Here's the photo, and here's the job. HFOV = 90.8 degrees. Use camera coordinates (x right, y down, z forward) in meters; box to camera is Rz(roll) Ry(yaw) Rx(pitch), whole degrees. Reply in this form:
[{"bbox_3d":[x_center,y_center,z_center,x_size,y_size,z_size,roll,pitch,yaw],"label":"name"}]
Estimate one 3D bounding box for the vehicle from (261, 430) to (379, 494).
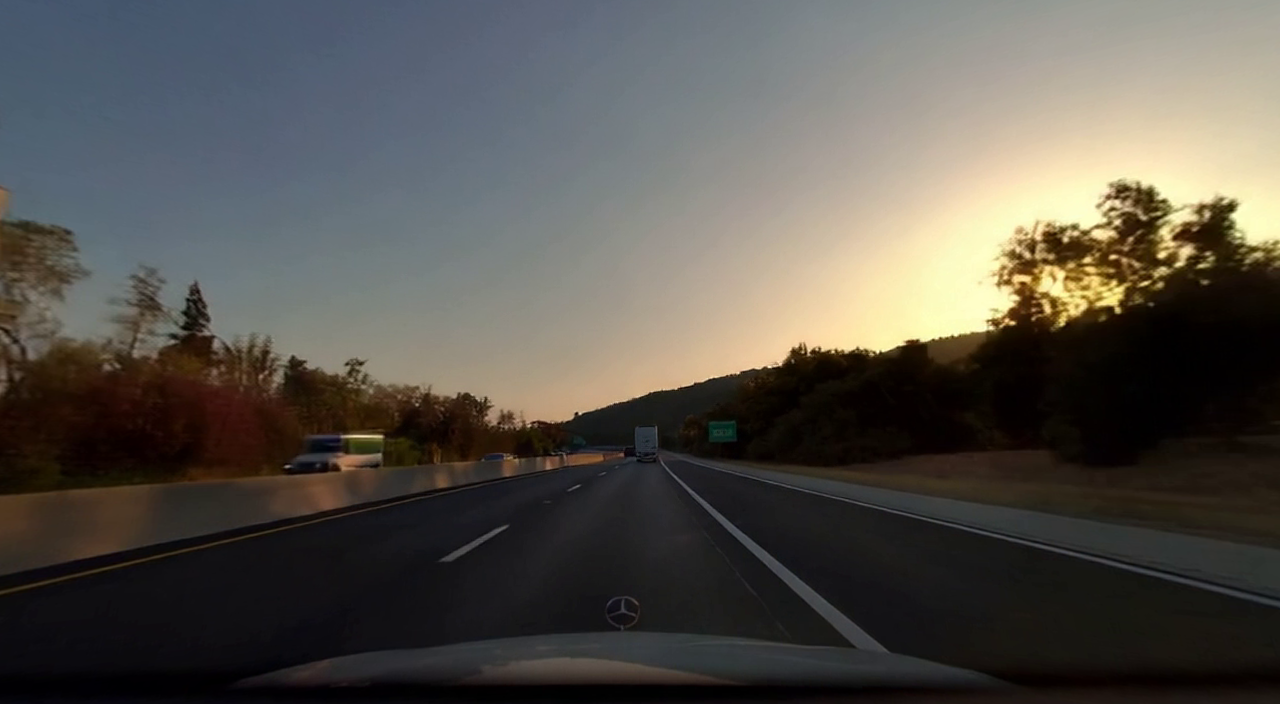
[{"bbox_3d":[-17.199,5.973,34.545,2.734,3.128,6.814,0,-9,1],"label":"vehicle"}]
